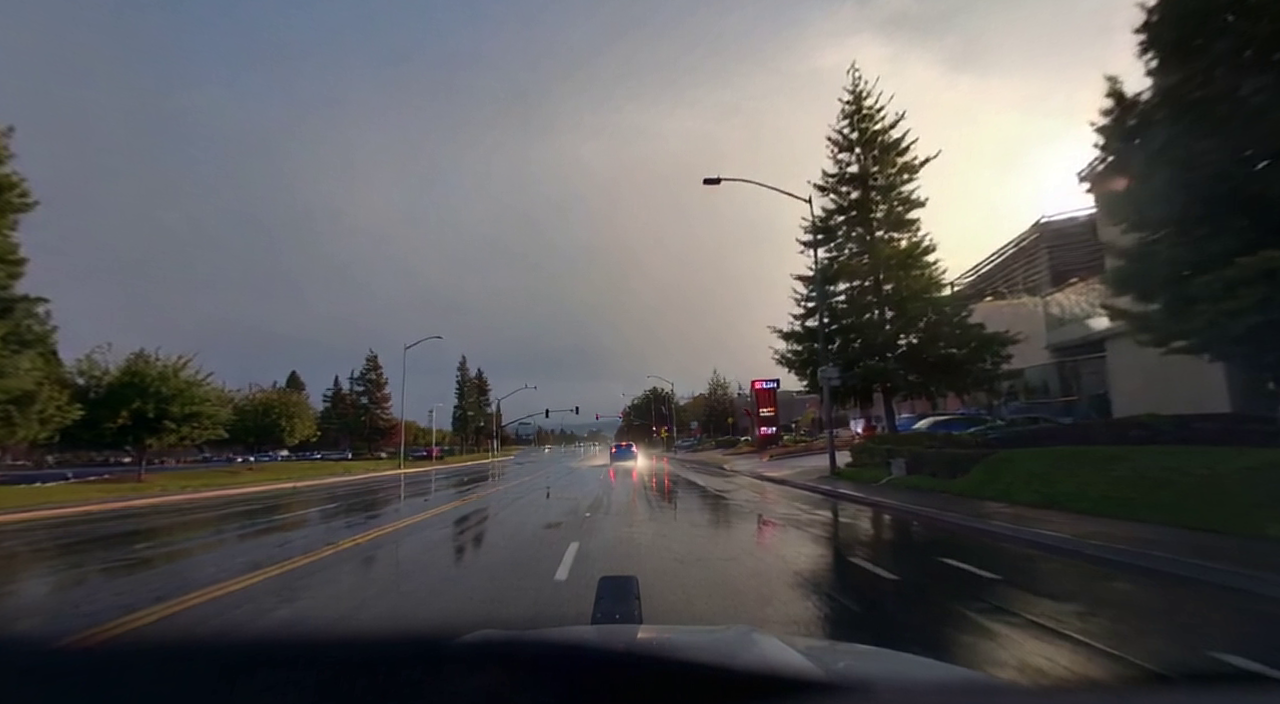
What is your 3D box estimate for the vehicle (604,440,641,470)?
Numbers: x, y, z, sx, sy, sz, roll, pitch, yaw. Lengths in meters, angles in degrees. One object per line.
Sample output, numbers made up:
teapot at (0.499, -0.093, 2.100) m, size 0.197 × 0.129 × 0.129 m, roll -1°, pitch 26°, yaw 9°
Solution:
vehicle at (-1.013, 6.012, 37.117) m, size 2.024 × 1.628 × 4.774 m, roll 0°, pitch -8°, yaw -1°
